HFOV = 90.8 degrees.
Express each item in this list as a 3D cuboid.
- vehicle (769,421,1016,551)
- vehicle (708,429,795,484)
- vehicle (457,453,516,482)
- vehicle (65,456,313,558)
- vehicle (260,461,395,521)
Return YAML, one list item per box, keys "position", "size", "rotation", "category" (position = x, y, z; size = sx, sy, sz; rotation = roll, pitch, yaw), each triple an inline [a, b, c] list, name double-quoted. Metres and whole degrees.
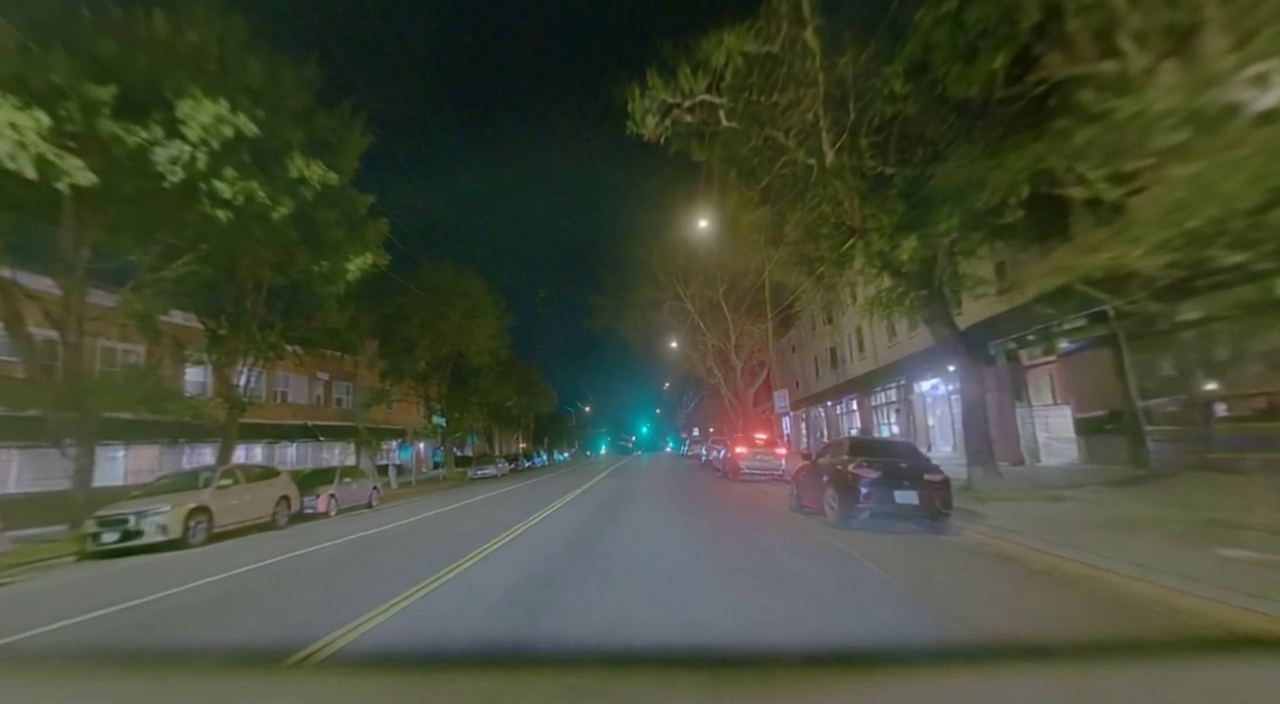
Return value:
- position: [3.728, 2.067, 10.502]
  size: [2.089, 1.638, 4.628]
  rotation: [0, -9, -1]
  category: "vehicle"
- position: [3.889, 3.766, 22.996]
  size: [2.225, 1.759, 4.817]
  rotation: [0, -9, -1]
  category: "vehicle"
- position: [-8.850, 6.665, 36.862]
  size: [2.208, 1.508, 4.590]
  rotation: [-1, -9, 1]
  category: "vehicle"
- position: [-9.364, 3.194, 13.734]
  size: [2.061, 1.748, 4.316]
  rotation: [-1, -9, 2]
  category: "vehicle"
- position: [-9.156, 4.089, 19.010]
  size: [1.818, 1.469, 4.349]
  rotation: [-1, -9, 0]
  category: "vehicle"
